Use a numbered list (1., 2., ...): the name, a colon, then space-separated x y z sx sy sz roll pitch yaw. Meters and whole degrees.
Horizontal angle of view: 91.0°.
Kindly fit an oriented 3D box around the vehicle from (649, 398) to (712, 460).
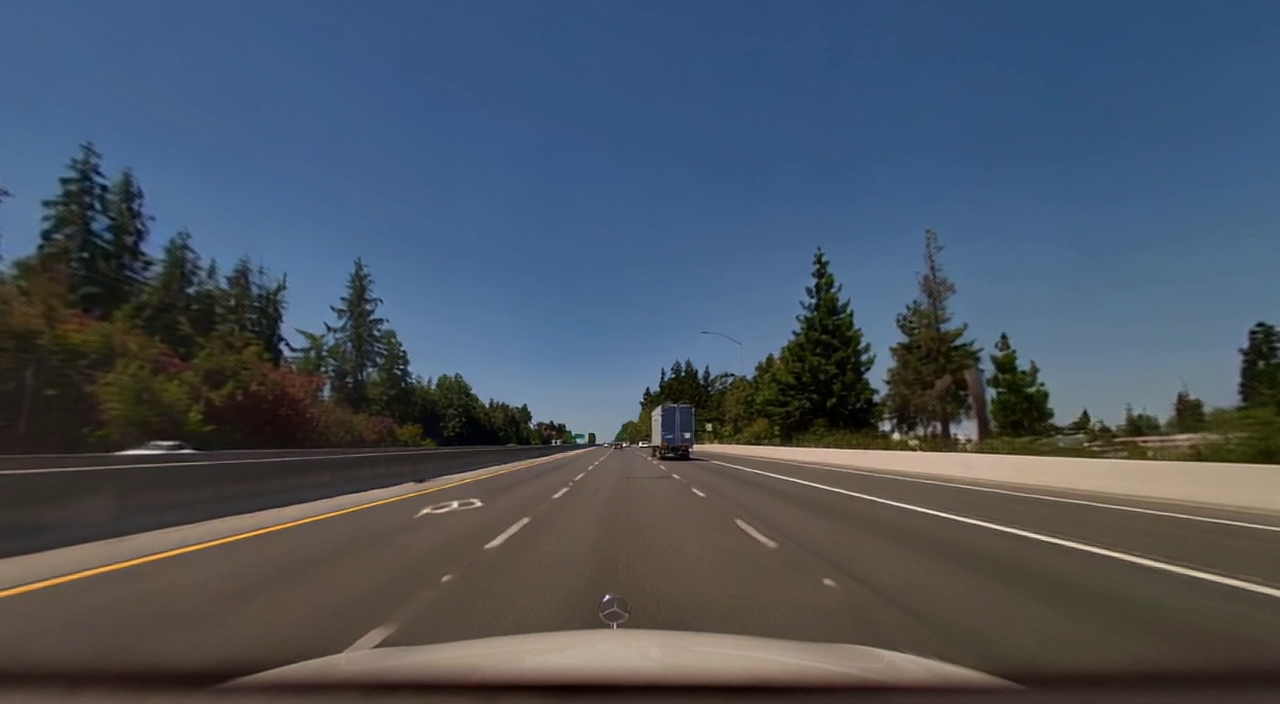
1. vehicle: 2.823 5.984 47.953 3.828 4.143 10.369 0 -8 -2

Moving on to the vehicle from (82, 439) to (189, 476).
1. vehicle: -21.753 4.545 27.333 1.687 1.460 3.630 0 -8 -1
